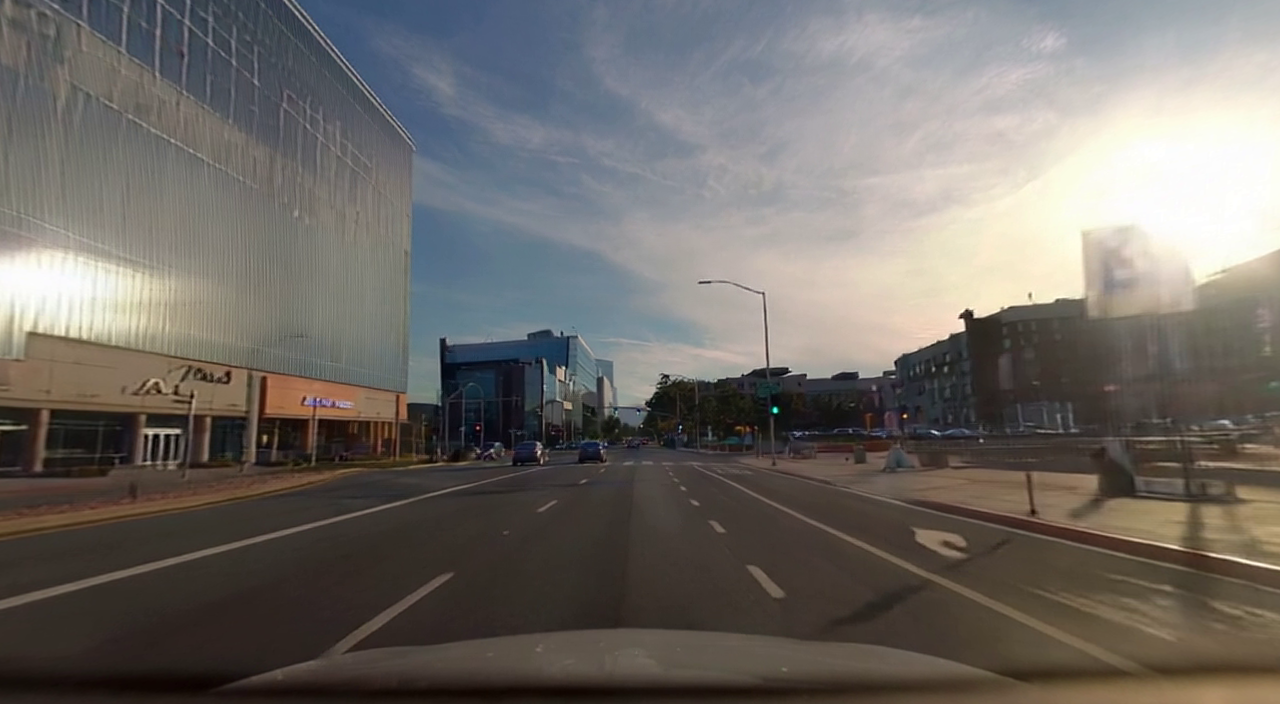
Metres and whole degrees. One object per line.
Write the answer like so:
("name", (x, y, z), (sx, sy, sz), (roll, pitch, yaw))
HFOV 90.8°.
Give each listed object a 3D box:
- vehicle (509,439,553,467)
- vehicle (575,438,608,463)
("vehicle", (-6.766, 6.303, 39.656), (1.909, 1.605, 4.561), (0, -9, 1))
("vehicle", (-3.543, 7.288, 46.666), (2.052, 1.729, 4.195), (0, -9, 0))
